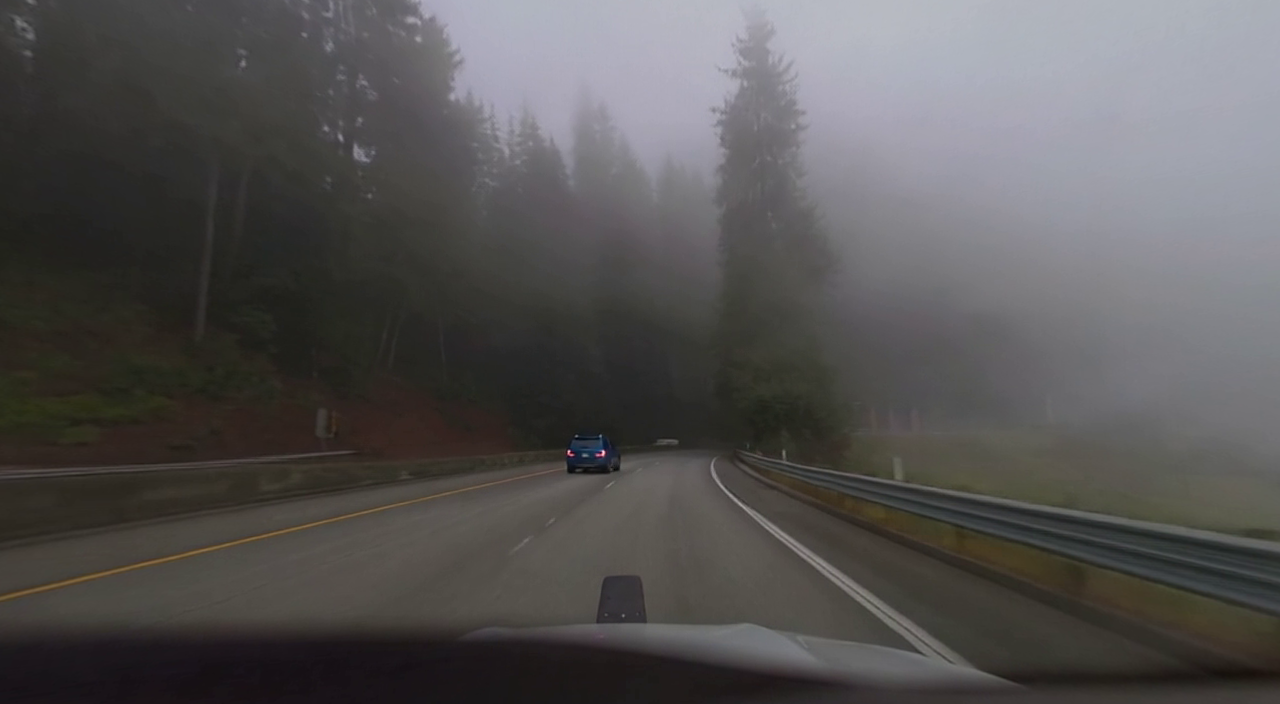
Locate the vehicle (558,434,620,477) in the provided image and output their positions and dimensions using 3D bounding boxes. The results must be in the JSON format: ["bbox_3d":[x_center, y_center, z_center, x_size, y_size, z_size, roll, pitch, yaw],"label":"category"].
[{"bbox_3d":[-2.169,4.604,28.236,2.005,1.752,4.479,-1,-8,5],"label":"vehicle"}]
